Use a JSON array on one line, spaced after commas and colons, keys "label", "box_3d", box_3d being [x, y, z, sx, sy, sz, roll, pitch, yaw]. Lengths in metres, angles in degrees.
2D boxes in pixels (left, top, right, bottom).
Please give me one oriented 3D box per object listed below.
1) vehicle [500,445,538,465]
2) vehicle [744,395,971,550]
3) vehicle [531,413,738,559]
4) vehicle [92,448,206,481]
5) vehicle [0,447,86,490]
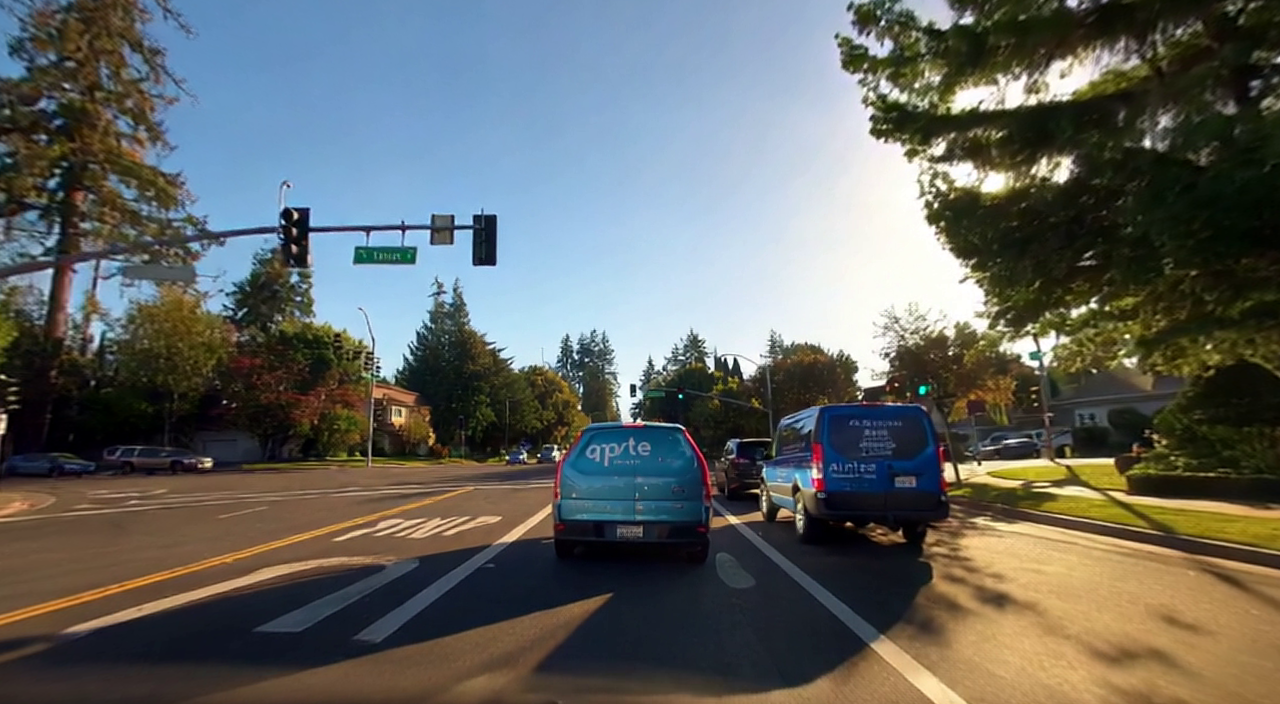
[{"label": "vehicle", "box_3d": [-9.560, 8.153, 49.944, 1.881, 1.515, 4.262, -1, -8, 4]}, {"label": "vehicle", "box_3d": [3.067, 1.806, 10.031, 2.059, 1.924, 4.257, 0, -8, 0]}, {"label": "vehicle", "box_3d": [-0.049, 1.820, 9.312, 2.321, 1.624, 4.367, 0, -8, 0]}, {"label": "vehicle", "box_3d": [-25.233, 5.784, 32.406, 4.073, 1.603, 1.920, 1, -8, -8]}, {"label": "vehicle", "box_3d": [-28.424, 5.202, 28.204, 4.757, 1.841, 2.121, 1, -8, -7]}]
